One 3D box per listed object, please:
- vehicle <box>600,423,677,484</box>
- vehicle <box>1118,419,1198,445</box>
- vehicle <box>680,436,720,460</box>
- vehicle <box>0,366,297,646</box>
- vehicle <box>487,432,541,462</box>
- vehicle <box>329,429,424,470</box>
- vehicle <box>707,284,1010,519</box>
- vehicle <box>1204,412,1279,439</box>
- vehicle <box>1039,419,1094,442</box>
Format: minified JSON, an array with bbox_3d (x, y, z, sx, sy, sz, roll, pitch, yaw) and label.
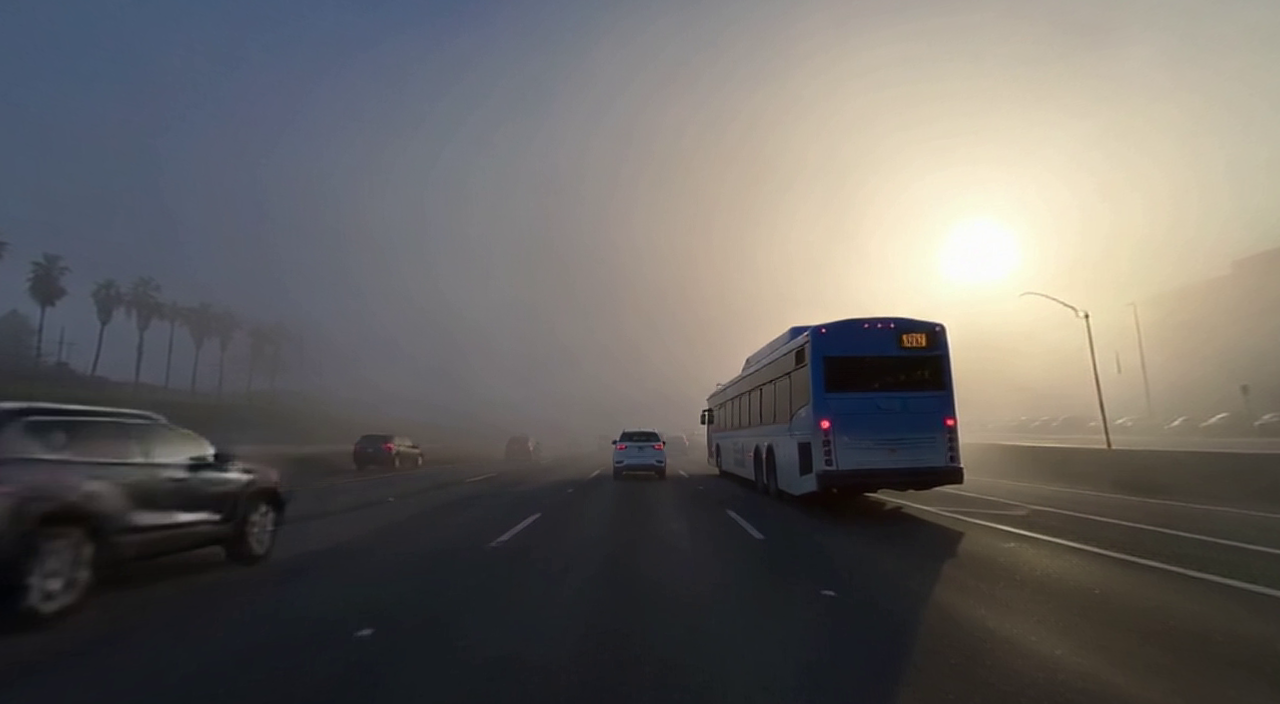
[{"bbox_3d":[-0.009,3.317,20.721,2.268,1.796,4.280,0,-9,1],"label":"vehicle"},{"bbox_3d":[32.158,5.029,39.244,1.795,1.481,3.986,-1,-9,4],"label":"vehicle"},{"bbox_3d":[3.869,6.332,41.591,2.039,1.516,4.521,0,-9,-2],"label":"vehicle"},{"bbox_3d":[-5.117,1.120,4.923,2.100,1.765,4.743,0,-9,1],"label":"vehicle"},{"bbox_3d":[-7.745,5.927,39.157,2.291,1.729,4.879,0,-9,1],"label":"vehicle"},{"bbox_3d":[-12.363,4.639,29.984,2.332,1.748,4.897,0,-9,0],"label":"vehicle"},{"bbox_3d":[4.062,1.780,16.767,3.020,3.622,14.302,0,-9,0],"label":"vehicle"},{"bbox_3d":[41.847,5.107,43.372,4.228,1.685,1.871,-7,-11,40],"label":"vehicle"},{"bbox_3d":[33.451,6.214,49.508,1.859,1.638,4.161,-1,-9,8],"label":"vehicle"}]
